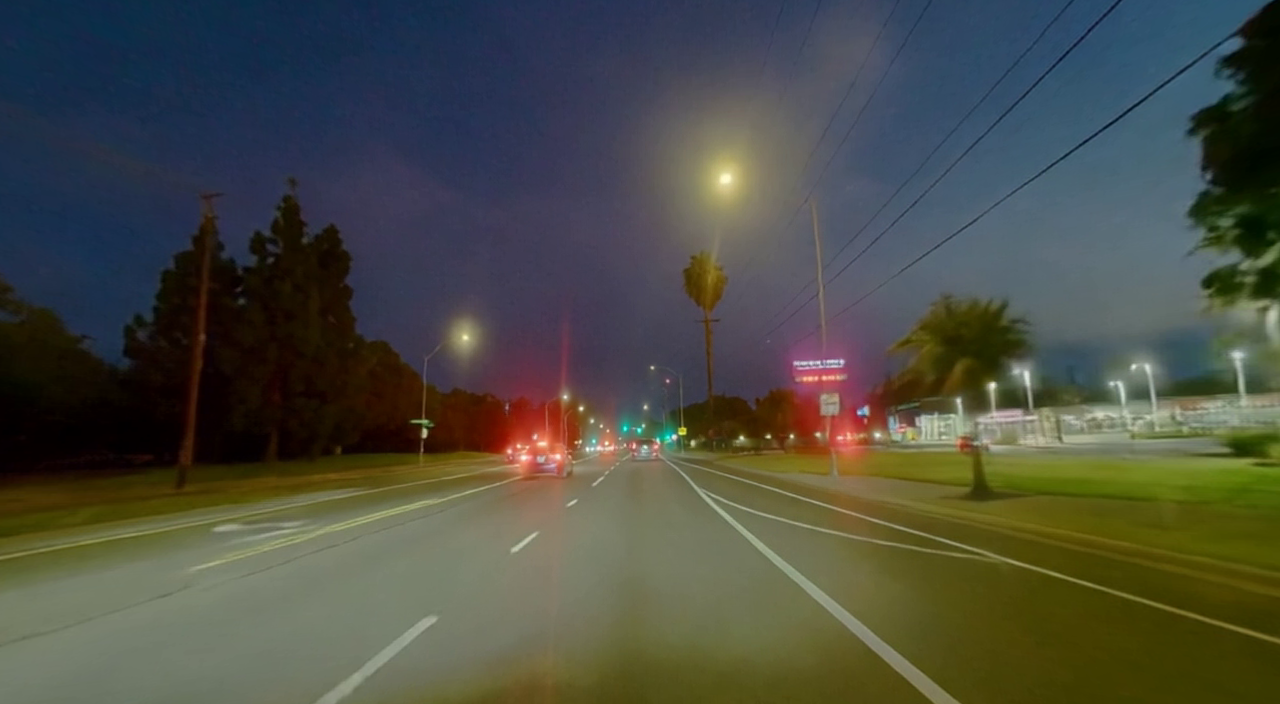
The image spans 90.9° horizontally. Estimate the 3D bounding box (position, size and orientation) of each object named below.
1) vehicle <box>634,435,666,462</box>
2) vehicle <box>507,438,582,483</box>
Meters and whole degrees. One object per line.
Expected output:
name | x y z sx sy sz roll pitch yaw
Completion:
vehicle | 0.698 6.900 45.145 2.155 1.781 3.977 0 -8 0
vehicle | -3.354 3.906 23.004 1.982 1.451 4.152 0 -8 1
